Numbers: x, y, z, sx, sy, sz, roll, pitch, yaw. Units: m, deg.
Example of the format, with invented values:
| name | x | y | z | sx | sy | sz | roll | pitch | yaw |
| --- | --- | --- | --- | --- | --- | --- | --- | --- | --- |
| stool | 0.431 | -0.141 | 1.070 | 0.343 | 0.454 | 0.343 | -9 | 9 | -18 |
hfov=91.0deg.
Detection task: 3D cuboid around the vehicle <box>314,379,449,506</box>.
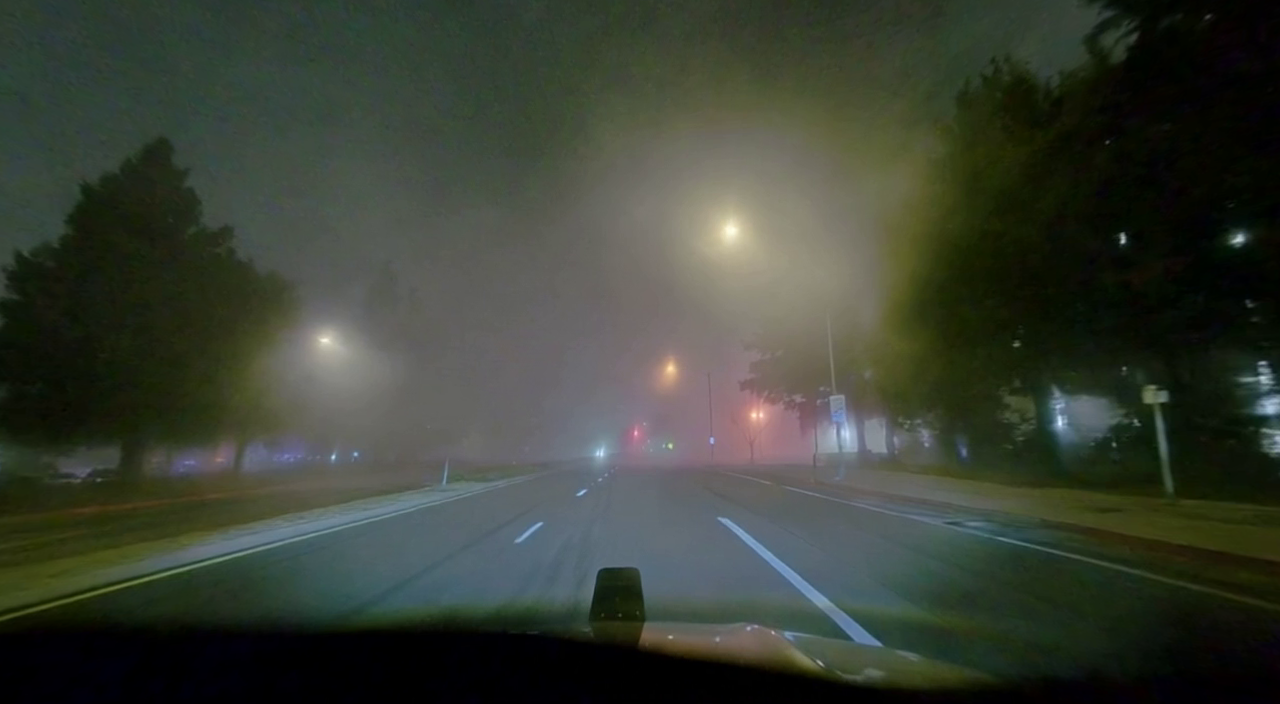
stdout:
| name | x | y | z | sx | sy | sz | roll | pitch | yaw |
| --- | --- | --- | --- | --- | --- | --- | --- | --- | --- |
| vehicle | -7.605 | 2.721 | 18.859 | 2.837 | 3.274 | 3.013 | -4 | -9 | -3 |
